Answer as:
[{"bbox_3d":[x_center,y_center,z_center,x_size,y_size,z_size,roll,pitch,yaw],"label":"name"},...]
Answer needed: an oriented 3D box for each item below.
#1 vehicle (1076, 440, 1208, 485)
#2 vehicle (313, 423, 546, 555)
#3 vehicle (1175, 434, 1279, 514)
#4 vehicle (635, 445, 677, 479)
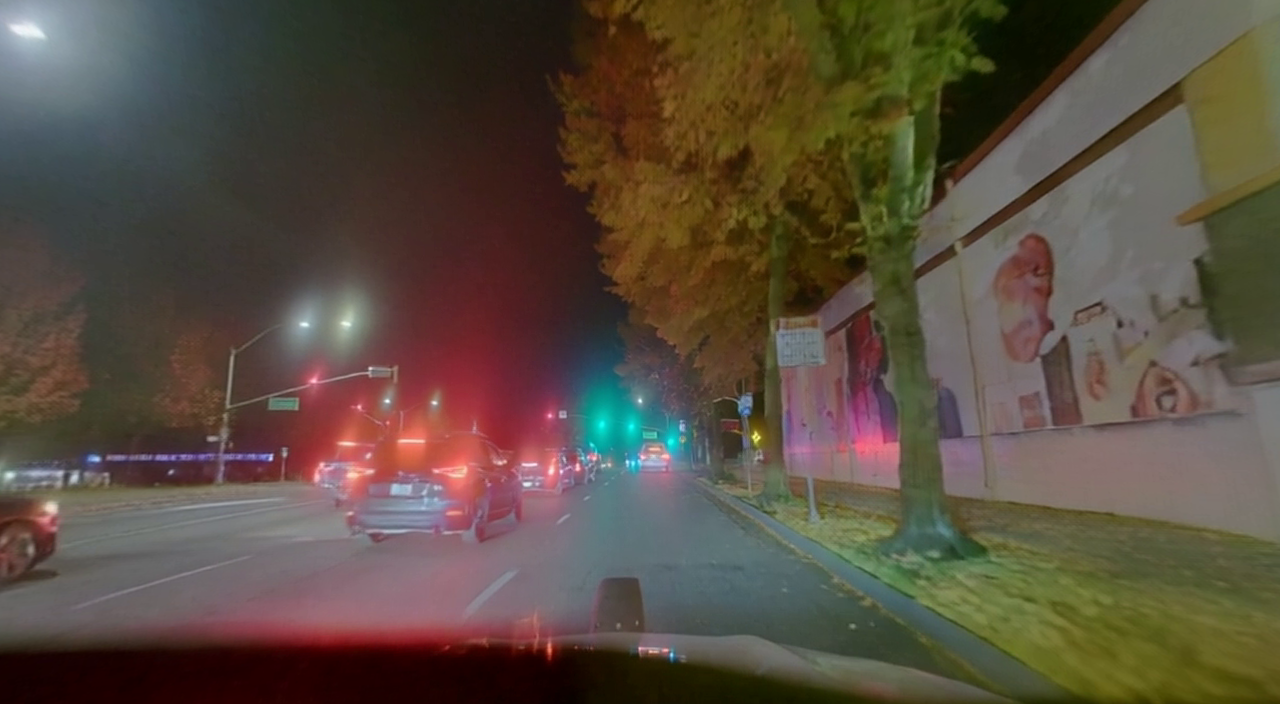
[{"bbox_3d":[20.607,4.553,26.141,1.917,1.675,4.450,0,-9,3],"label":"vehicle"},{"bbox_3d":[-3.053,2.112,10.432,2.165,1.663,4.513,0,-9,2],"label":"vehicle"},{"bbox_3d":[14.754,2.643,13.643,1.963,1.703,4.447,2,-9,-10],"label":"vehicle"},{"bbox_3d":[0.866,6.044,34.817,2.144,1.704,4.028,0,-9,1],"label":"vehicle"}]
